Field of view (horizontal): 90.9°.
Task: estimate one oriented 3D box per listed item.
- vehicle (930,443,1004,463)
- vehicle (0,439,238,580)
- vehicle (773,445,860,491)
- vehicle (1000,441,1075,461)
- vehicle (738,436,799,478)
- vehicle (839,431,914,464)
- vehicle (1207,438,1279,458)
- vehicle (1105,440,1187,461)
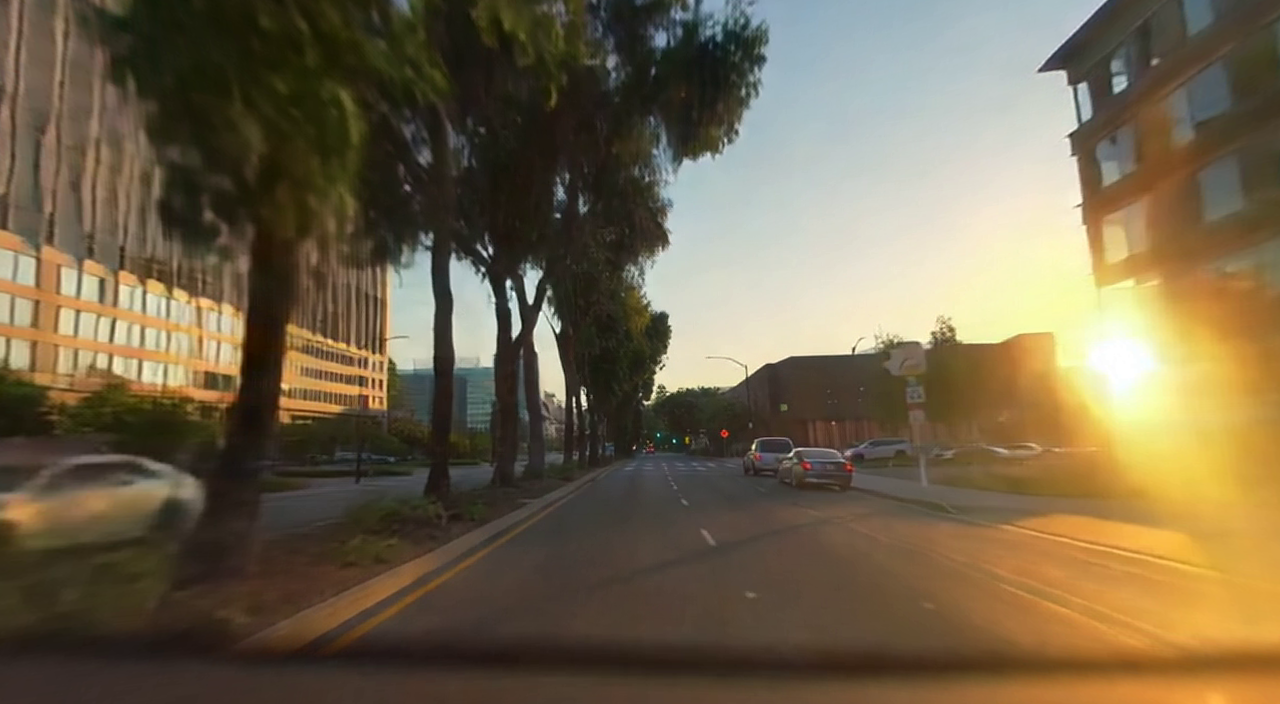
[{"bbox_3d":[25.305,7.798,48.826,4.733,1.494,1.794,0,-9,0],"label":"vehicle"},{"bbox_3d":[-8.345,2.104,9.135,1.982,1.608,4.519,0,-9,1],"label":"vehicle"},{"bbox_3d":[6.379,4.226,23.352,1.948,1.511,4.623,0,-9,1],"label":"vehicle"},{"bbox_3d":[30.513,7.632,48.449,4.373,1.489,1.908,0,-9,1],"label":"vehicle"},{"bbox_3d":[6.374,5.275,31.874,2.045,1.890,4.876,0,-9,0],"label":"vehicle"},{"bbox_3d":[18.260,7.381,48.777,4.826,2.368,2.263,-1,-7,-1],"label":"vehicle"},{"bbox_3d":[46.666,7.383,48.322,4.463,1.475,1.955,0,-8,0],"label":"vehicle"},{"bbox_3d":[38.593,7.520,48.117,4.519,1.466,1.996,0,-8,1],"label":"vehicle"}]
